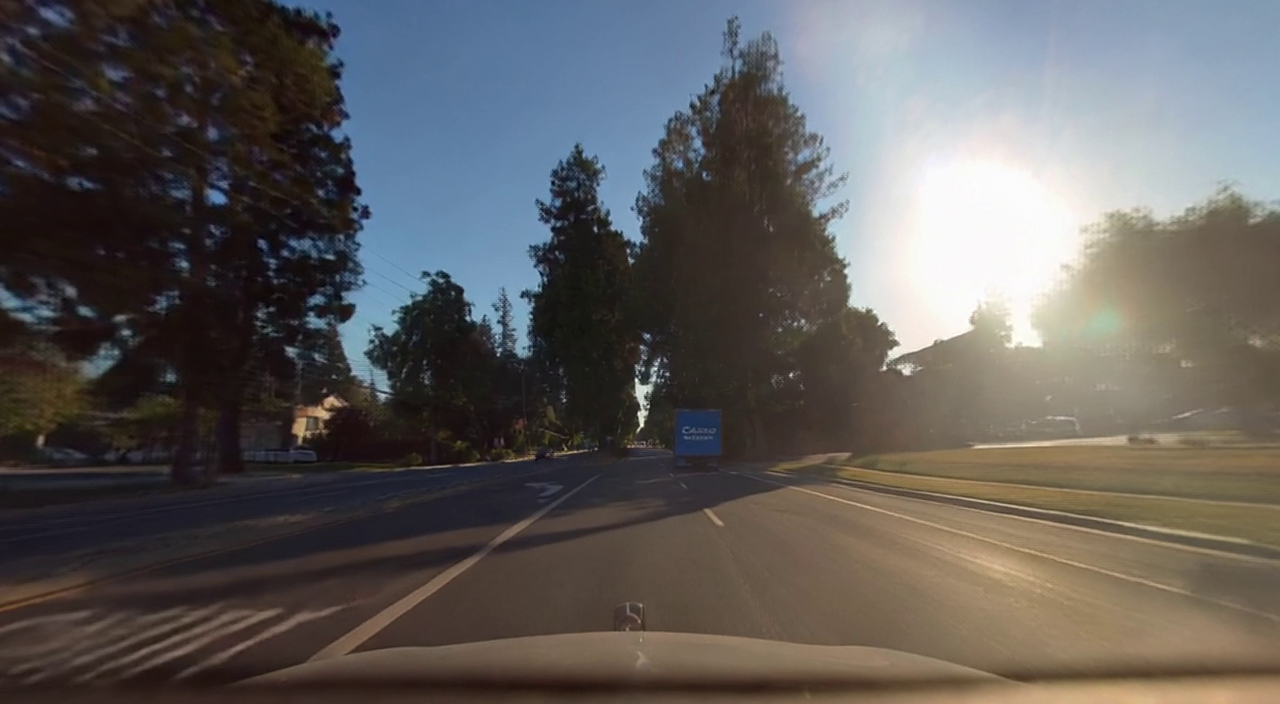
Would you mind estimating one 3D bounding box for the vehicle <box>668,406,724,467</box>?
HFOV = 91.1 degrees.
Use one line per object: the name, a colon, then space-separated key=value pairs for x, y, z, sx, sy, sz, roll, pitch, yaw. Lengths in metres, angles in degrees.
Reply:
vehicle: x=3.805 y=6.077 z=44.777 sx=2.973 sy=3.848 sz=9.336 roll=0 pitch=-8 yaw=-1
